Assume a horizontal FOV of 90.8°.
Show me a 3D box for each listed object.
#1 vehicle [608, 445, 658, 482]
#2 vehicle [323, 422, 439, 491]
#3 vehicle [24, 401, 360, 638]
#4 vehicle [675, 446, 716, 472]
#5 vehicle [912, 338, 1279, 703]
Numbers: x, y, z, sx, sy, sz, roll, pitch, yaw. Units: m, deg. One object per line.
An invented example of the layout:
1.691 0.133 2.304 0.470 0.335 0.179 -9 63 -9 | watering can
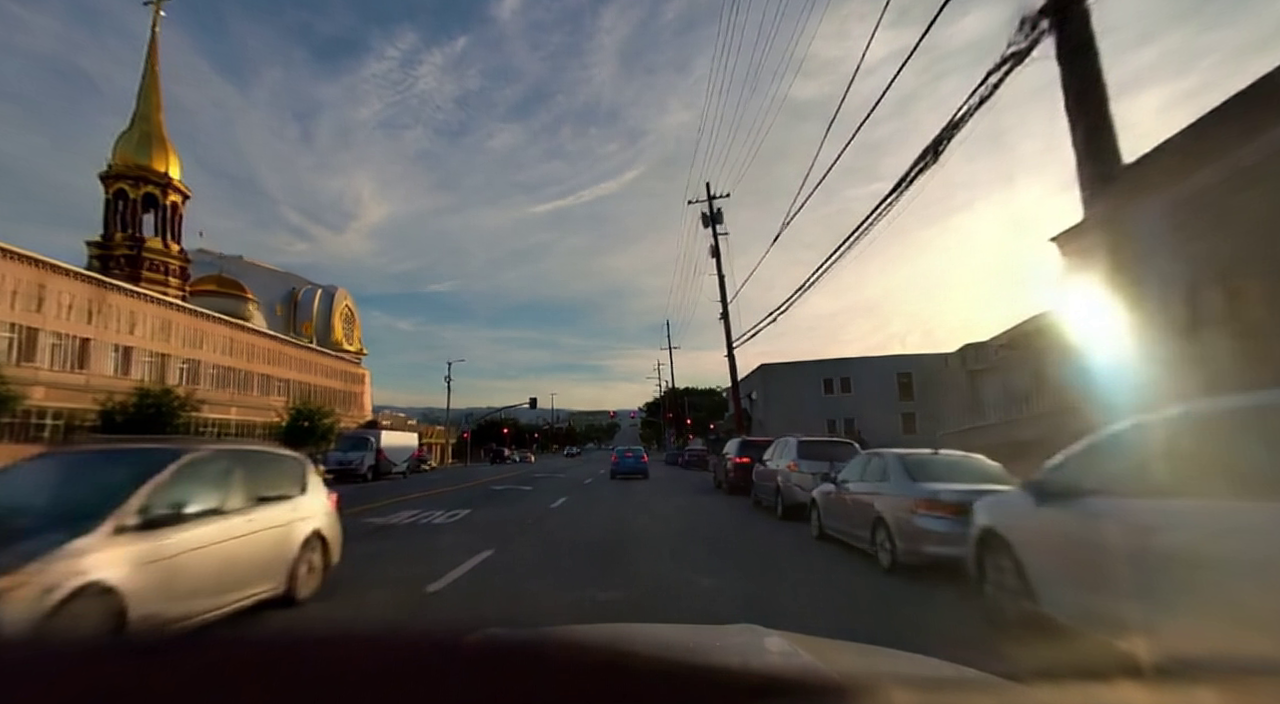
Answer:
-0.286 4.853 27.795 2.049 1.453 4.299 0 -9 0 | vehicle
-12.149 4.943 30.285 2.961 2.739 6.276 -4 -8 -1 | vehicle
-5.072 1.616 7.161 2.240 1.731 4.470 7 -11 -39 | vehicle
3.481 6.850 40.570 1.944 1.530 4.539 0 -9 -4 | vehicle
3.595 0.947 3.086 2.106 1.750 5.328 2 -9 -1 | vehicle
